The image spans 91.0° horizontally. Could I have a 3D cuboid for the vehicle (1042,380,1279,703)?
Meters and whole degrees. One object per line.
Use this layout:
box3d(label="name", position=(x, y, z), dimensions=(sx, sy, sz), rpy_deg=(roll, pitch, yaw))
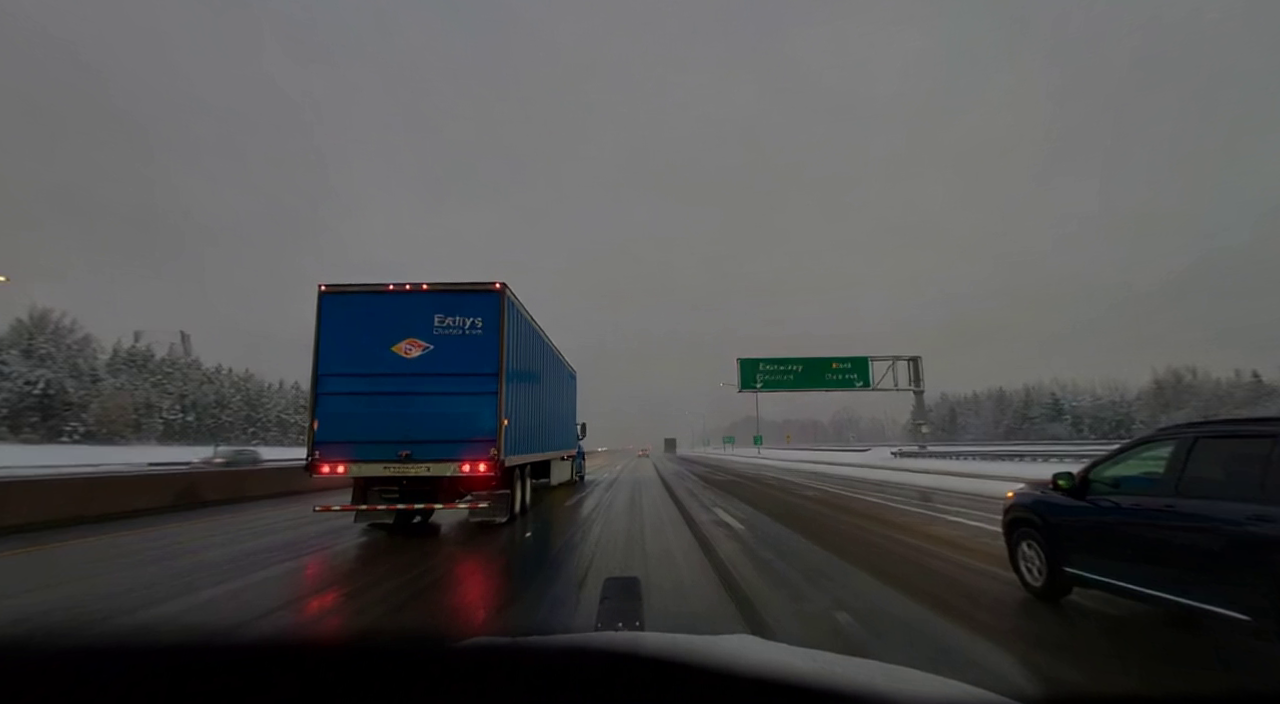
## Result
box3d(label="vehicle", position=(3.768, 0.789, 1.931), dimensions=(2.044, 1.558, 4.577), rpy_deg=(0, -9, 0))

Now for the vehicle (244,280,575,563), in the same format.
box3d(label="vehicle", position=(-3.198, 1.431, 11.882), dimensions=(2.922, 3.458, 8.360), rpy_deg=(0, -9, 1))
